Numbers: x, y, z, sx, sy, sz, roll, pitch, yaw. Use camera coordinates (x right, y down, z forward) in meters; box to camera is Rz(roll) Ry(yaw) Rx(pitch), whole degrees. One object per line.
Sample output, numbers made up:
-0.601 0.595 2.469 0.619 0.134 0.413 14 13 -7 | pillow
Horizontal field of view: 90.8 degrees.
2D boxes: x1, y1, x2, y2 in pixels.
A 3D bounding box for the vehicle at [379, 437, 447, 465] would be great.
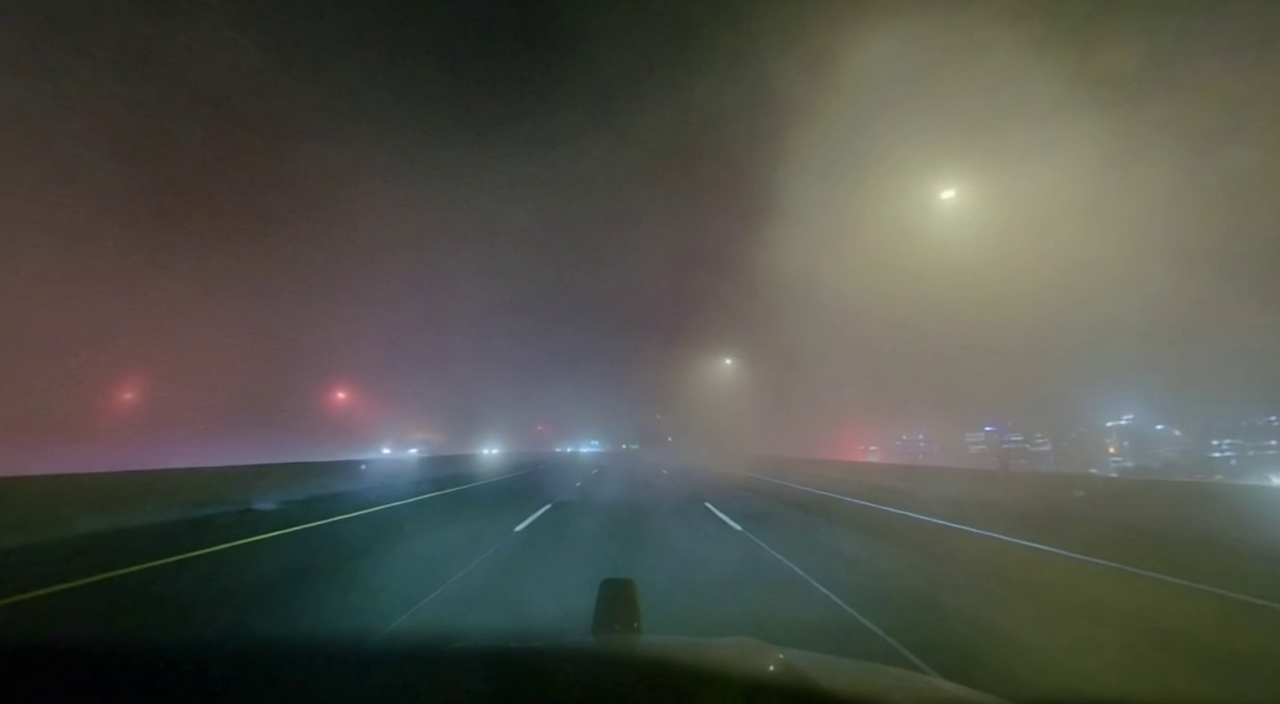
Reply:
-15.739 6.903 44.276 2.475 1.824 6.214 0 -9 0 | vehicle
